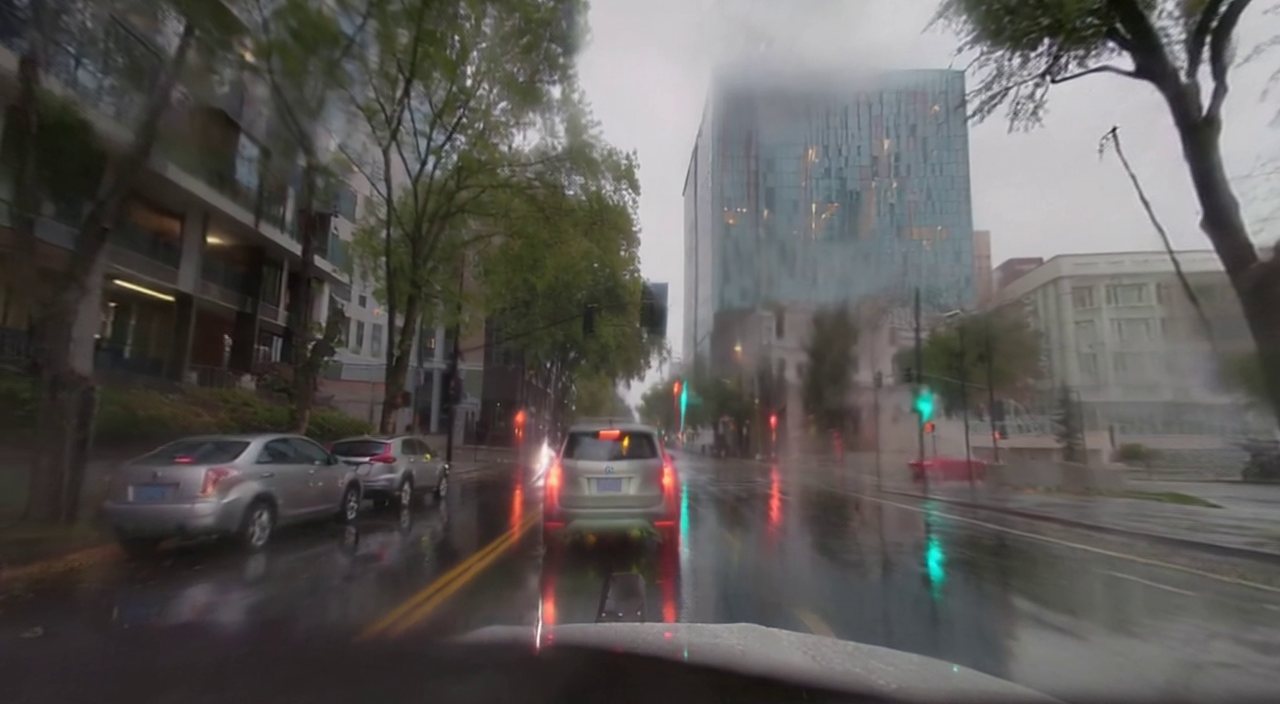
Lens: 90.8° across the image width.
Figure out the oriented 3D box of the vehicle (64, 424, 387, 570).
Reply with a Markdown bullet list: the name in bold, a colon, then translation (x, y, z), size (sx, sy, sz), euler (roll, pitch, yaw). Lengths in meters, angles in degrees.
- **vehicle**: translation (-5.766, 2.038, 9.700), size (1.904, 1.684, 4.529), euler (0, -9, -1)

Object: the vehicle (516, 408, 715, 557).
- **vehicle**: translation (-0.257, 1.791, 9.238), size (2.258, 1.687, 3.934), euler (0, -9, 1)

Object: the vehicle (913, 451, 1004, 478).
- **vehicle**: translation (19.654, 6.961, 39.123), size (4.638, 1.555, 1.824), euler (0, -9, -2)

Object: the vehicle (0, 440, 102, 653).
- **vehicle**: translation (-5.553, 1.150, 3.014), size (1.841, 1.466, 4.364), euler (-1, -9, 6)
